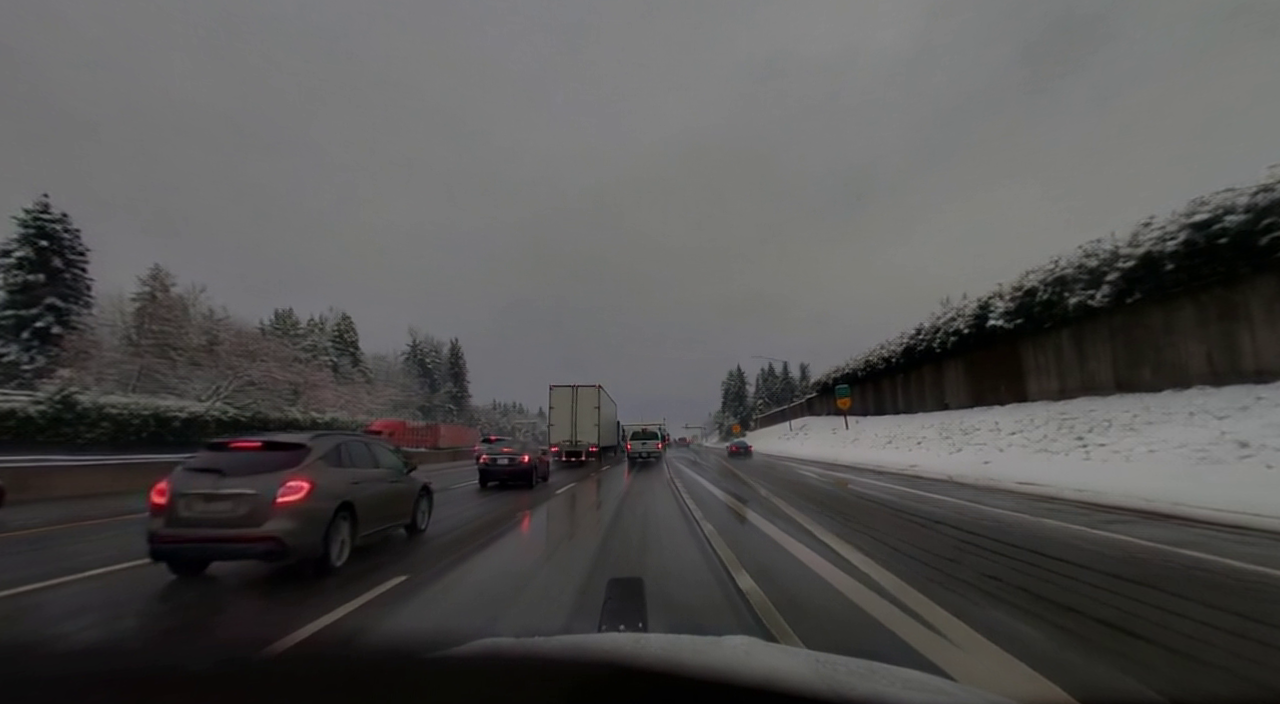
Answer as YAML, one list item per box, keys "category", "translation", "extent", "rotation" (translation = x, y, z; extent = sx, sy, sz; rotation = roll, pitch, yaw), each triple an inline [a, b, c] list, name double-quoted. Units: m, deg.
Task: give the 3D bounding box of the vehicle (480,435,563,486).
- category: "vehicle"
  translation: [-4.046, 3.788, 22.259]
  extent: [2.124, 1.627, 3.863]
  rotation: [0, -9, 1]

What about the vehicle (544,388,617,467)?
- category: "vehicle"
  translation: [-3.669, 5.628, 44.178]
  extent: [3.348, 4.469, 16.443]
  rotation: [0, -9, 1]

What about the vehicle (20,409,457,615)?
- category: "vehicle"
  translation: [-3.779, 1.577, 7.220]
  extent: [1.866, 1.568, 4.603]
  rotation: [0, -9, 2]

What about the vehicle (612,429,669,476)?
- category: "vehicle"
  translation: [0.038, 4.375, 27.520]
  extent: [2.325, 1.864, 4.128]
  rotation: [0, -9, 0]
